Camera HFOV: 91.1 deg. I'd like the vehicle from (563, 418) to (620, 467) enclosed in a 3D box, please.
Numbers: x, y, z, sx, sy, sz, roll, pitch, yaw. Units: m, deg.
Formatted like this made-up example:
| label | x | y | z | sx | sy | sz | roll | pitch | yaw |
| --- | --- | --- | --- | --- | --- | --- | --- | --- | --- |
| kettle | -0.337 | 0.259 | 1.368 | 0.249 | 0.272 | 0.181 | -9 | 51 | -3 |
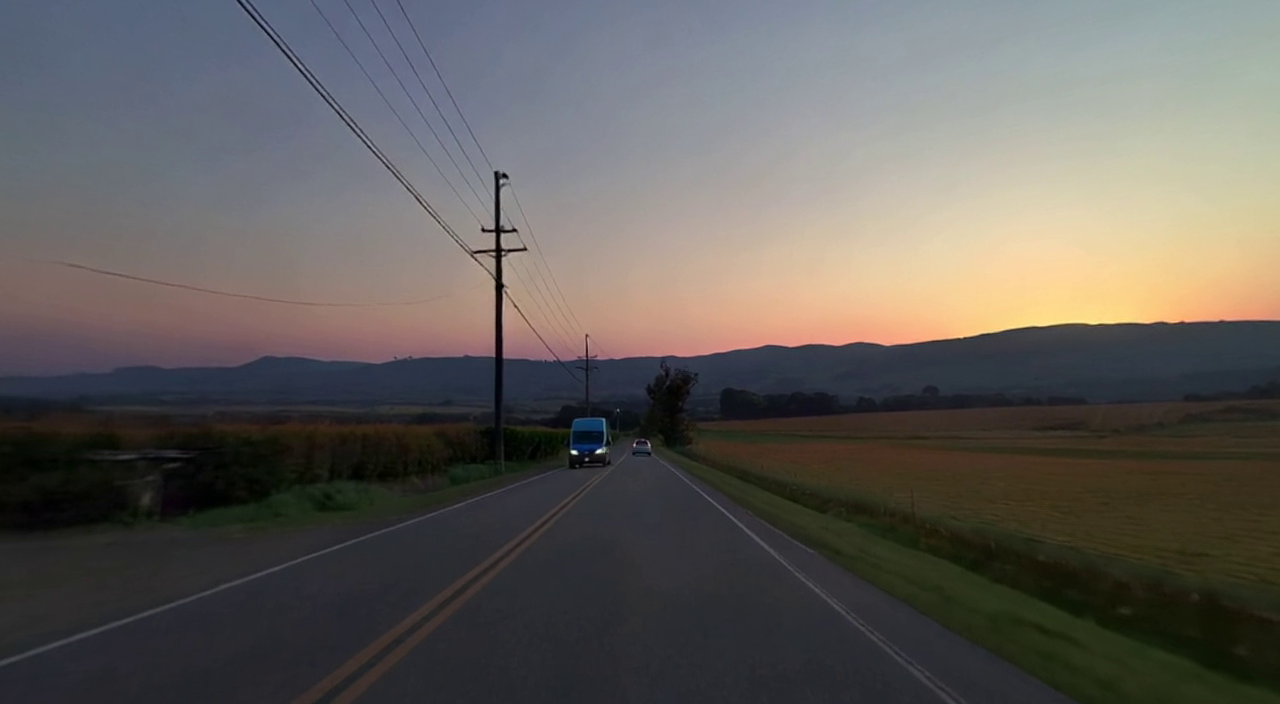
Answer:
| label | x | y | z | sx | sy | sz | roll | pitch | yaw |
| --- | --- | --- | --- | --- | --- | --- | --- | --- | --- |
| vehicle | -3.343 | 6.607 | 45.556 | 3.183 | 3.230 | 7.566 | 0 | -8 | 2 |
